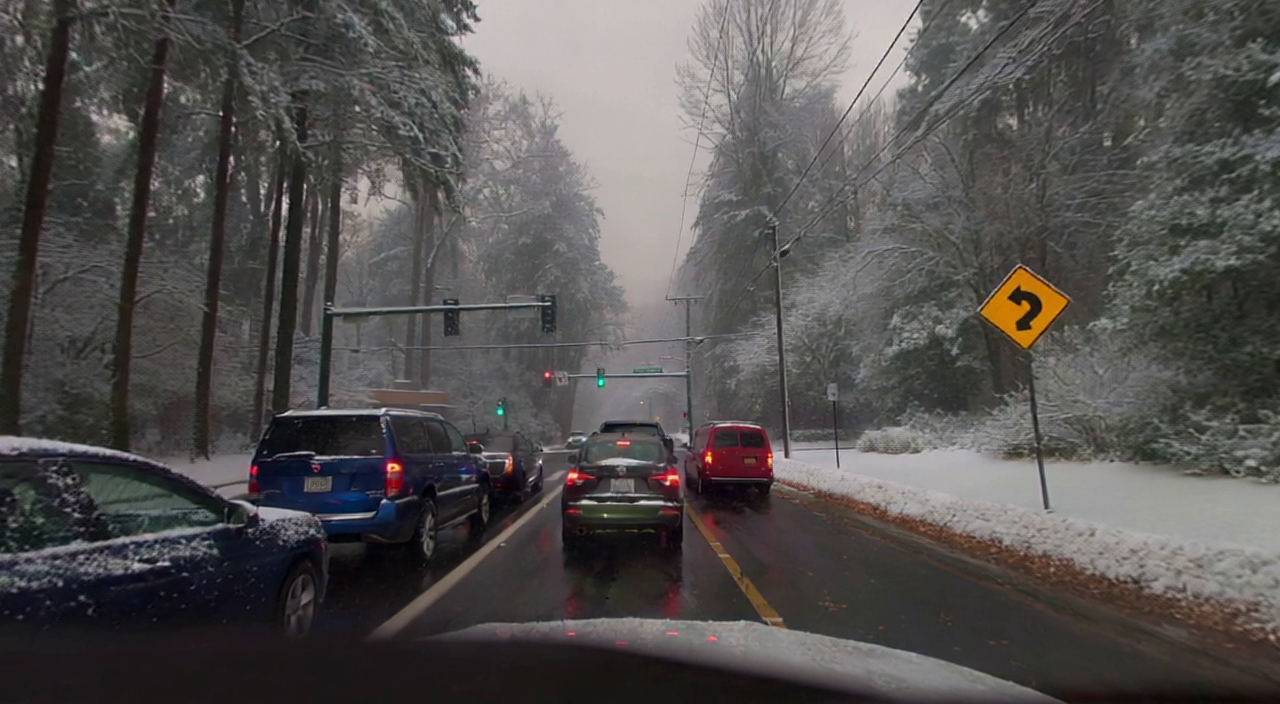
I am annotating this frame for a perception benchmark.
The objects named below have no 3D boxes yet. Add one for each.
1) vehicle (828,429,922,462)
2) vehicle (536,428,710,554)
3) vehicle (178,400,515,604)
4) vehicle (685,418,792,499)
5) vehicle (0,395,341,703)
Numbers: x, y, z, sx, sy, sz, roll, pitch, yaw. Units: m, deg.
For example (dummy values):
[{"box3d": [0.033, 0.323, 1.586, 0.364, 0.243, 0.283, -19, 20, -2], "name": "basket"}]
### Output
[{"box3d": [11.379, 4.558, 30.694, 3.883, 1.534, 1.779, 0, -8, 2], "name": "vehicle"}, {"box3d": [-0.252, 1.916, 9.352, 2.025, 1.453, 3.848, 0, -8, -2], "name": "vehicle"}, {"box3d": [-2.899, 1.574, 7.446, 1.964, 1.712, 4.097, 0, -8, 0], "name": "vehicle"}, {"box3d": [2.446, 2.809, 16.880, 2.059, 1.864, 4.541, 0, -8, -1], "name": "vehicle"}, {"box3d": [-2.925, 0.839, 1.616, 1.974, 1.484, 4.716, 0, -8, 0], "name": "vehicle"}]
